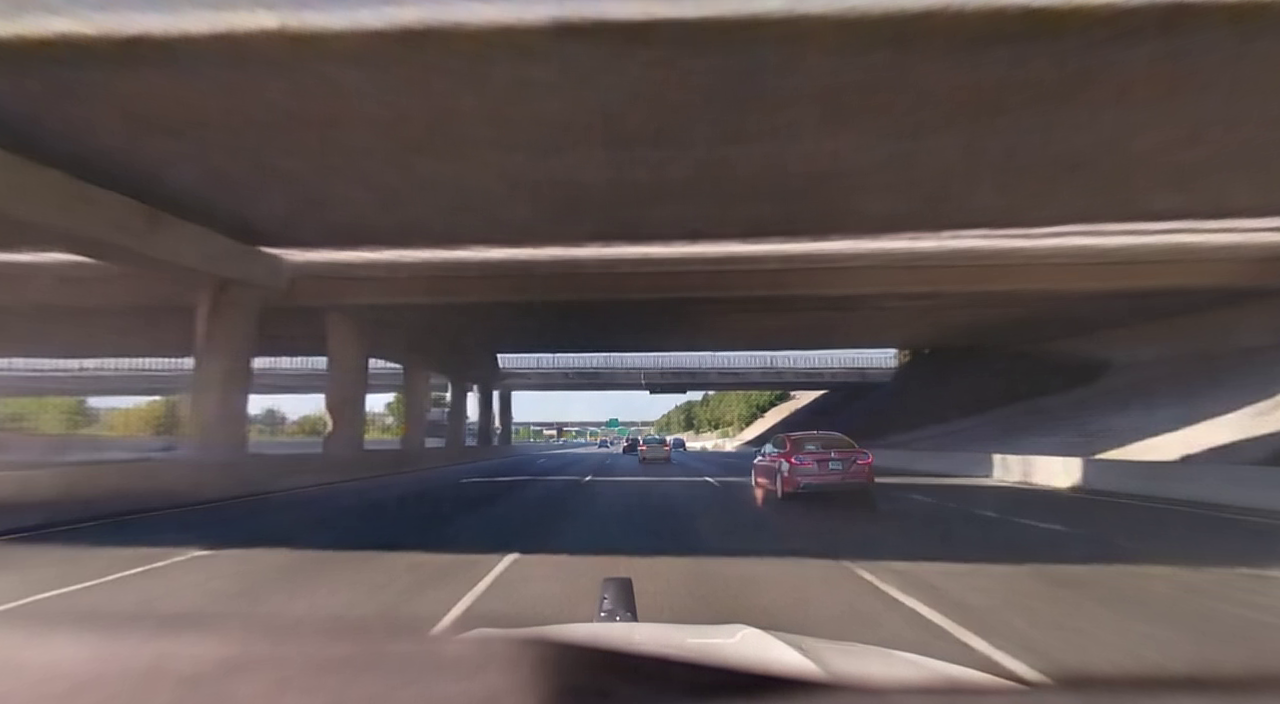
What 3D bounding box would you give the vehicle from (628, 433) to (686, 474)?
[{"bbox_3d":[0.585,3.932,24.615,2.046,1.467,3.844,0,-8,-2],"label":"vehicle"}]
